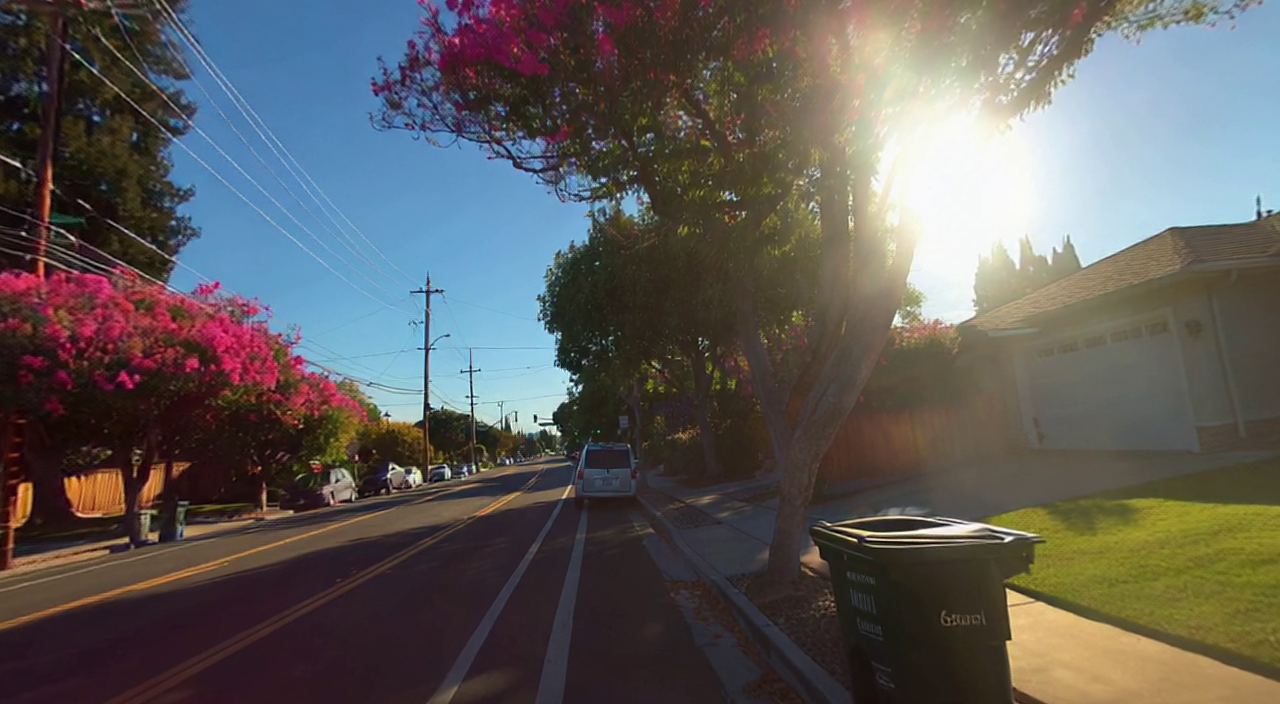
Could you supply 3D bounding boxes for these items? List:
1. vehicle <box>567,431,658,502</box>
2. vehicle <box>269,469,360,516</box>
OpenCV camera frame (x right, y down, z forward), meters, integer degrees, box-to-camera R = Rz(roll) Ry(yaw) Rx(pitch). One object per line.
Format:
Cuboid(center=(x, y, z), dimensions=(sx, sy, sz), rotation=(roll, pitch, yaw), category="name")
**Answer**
Cuboid(center=(-0.823, 3.074, 17.389), dimensions=(2.190, 1.708, 4.115), rotation=(0, -8, -4), category="vehicle")
Cuboid(center=(-13.767, 5.918, 26.987), dimensions=(1.982, 1.660, 4.142), rotation=(1, -8, -6), category="vehicle")
